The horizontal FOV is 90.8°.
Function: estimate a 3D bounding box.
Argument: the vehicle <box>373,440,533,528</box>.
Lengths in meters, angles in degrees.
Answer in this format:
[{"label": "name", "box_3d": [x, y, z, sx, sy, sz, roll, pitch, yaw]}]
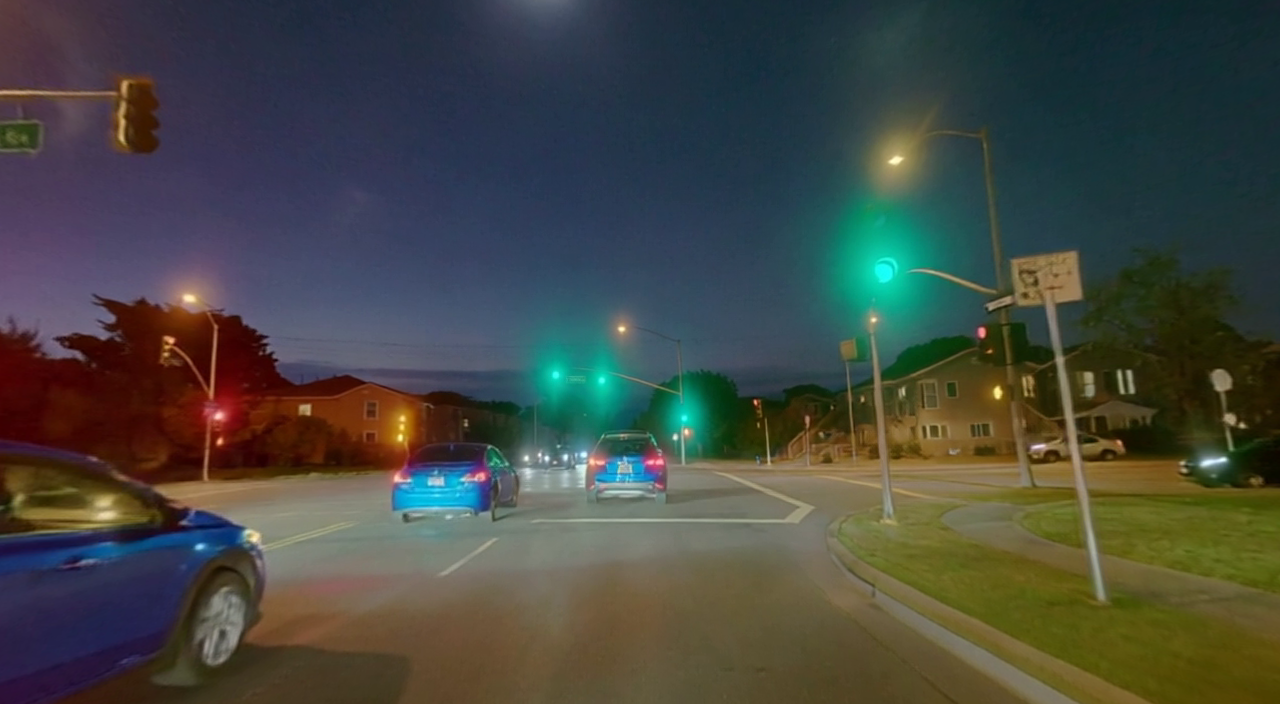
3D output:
[{"label": "vehicle", "box_3d": [-3.528, 2.542, 12.859, 1.934, 1.459, 4.368, 0, -8, 0]}]

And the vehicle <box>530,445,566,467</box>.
[{"label": "vehicle", "box_3d": [-7.064, 8.043, 49.014, 2.069, 1.651, 4.431, 0, -8, 1]}]

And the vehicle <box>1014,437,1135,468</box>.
[{"label": "vehicle", "box_3d": [20.966, 4.877, 30.657, 4.353, 1.431, 1.876, -2, -9, 13]}]

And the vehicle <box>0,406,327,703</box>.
[{"label": "vehicle", "box_3d": [-3.424, 0.968, 2.461, 1.977, 1.488, 4.741, 0, -8, 0]}]

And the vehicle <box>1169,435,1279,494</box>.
[{"label": "vehicle", "box_3d": [17.013, 2.868, 16.272, 4.715, 1.439, 1.874, -2, -9, 13]}]

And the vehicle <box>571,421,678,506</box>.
[{"label": "vehicle", "box_3d": [-0.375, 2.854, 16.552, 2.396, 1.881, 4.606, 0, -8, -1]}]
